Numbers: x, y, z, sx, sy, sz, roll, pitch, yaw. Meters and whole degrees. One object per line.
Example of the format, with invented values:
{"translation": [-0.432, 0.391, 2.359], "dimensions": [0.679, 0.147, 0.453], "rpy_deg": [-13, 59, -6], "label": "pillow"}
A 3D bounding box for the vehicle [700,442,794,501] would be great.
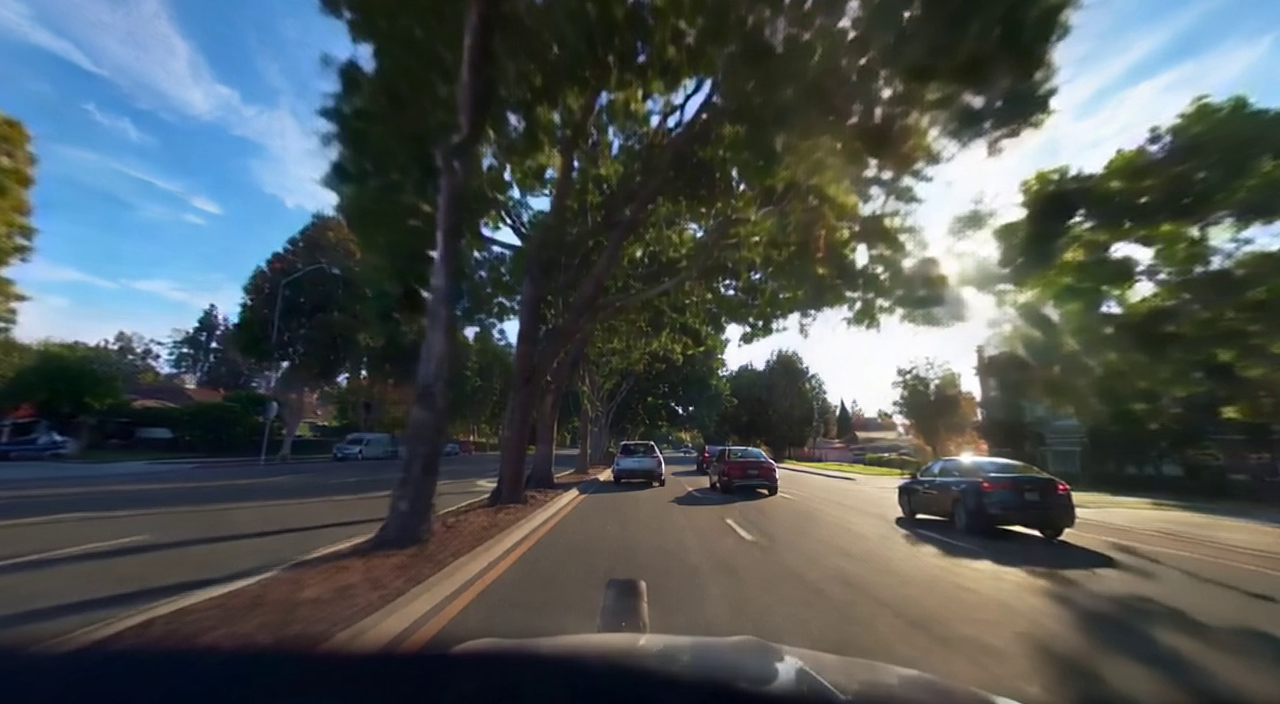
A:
{"translation": [2.960, 3.391, 18.333], "dimensions": [1.932, 1.510, 4.168], "rpy_deg": [0, -8, -1], "label": "vehicle"}

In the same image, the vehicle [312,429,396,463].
{"translation": [-18.675, 6.219, 41.498], "dimensions": [2.226, 2.019, 6.809], "rpy_deg": [0, -8, 1], "label": "vehicle"}

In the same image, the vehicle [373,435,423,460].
{"translation": [-18.505, 7.320, 48.206], "dimensions": [1.915, 1.824, 4.760], "rpy_deg": [0, -8, 1], "label": "vehicle"}

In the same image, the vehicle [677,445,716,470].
{"translation": [3.566, 6.705, 40.126], "dimensions": [2.012, 1.462, 4.163], "rpy_deg": [0, -8, -1], "label": "vehicle"}

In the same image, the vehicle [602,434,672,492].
{"translation": [-0.080, 3.535, 20.382], "dimensions": [2.008, 1.674, 4.239], "rpy_deg": [0, -8, 0], "label": "vehicle"}

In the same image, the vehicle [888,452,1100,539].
{"translation": [7.096, 2.872, 13.237], "dimensions": [1.944, 1.458, 4.268], "rpy_deg": [0, -8, -1], "label": "vehicle"}

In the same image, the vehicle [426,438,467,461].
{"translation": [-15.002, 7.519, 48.491], "dimensions": [2.161, 1.642, 4.587], "rpy_deg": [4, -9, -26], "label": "vehicle"}

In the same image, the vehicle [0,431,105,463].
{"translation": [-28.700, 4.566, 30.285], "dimensions": [1.867, 1.420, 4.409], "rpy_deg": [0, -8, -1], "label": "vehicle"}
